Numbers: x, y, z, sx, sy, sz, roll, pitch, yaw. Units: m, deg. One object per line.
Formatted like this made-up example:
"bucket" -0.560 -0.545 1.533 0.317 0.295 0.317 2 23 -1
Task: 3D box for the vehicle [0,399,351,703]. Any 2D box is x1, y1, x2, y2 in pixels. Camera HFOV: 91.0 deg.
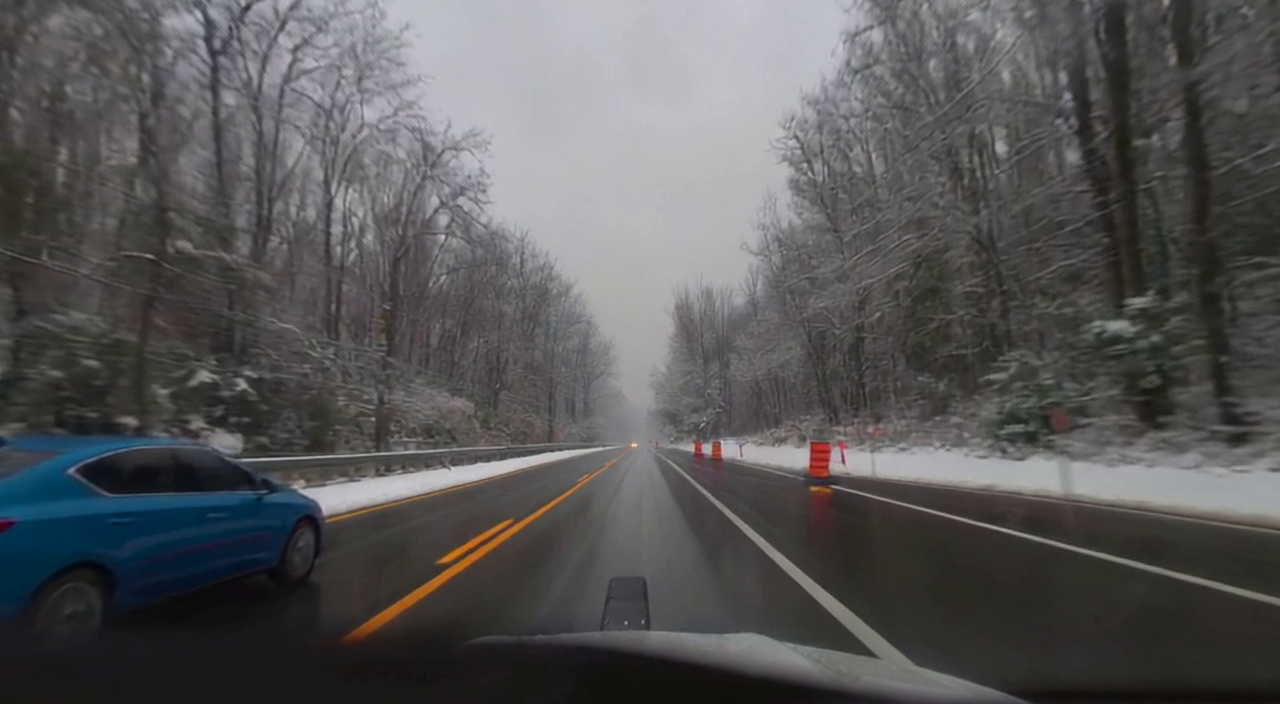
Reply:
"vehicle" -3.846 1.157 4.112 1.902 1.505 4.016 0 -8 1
